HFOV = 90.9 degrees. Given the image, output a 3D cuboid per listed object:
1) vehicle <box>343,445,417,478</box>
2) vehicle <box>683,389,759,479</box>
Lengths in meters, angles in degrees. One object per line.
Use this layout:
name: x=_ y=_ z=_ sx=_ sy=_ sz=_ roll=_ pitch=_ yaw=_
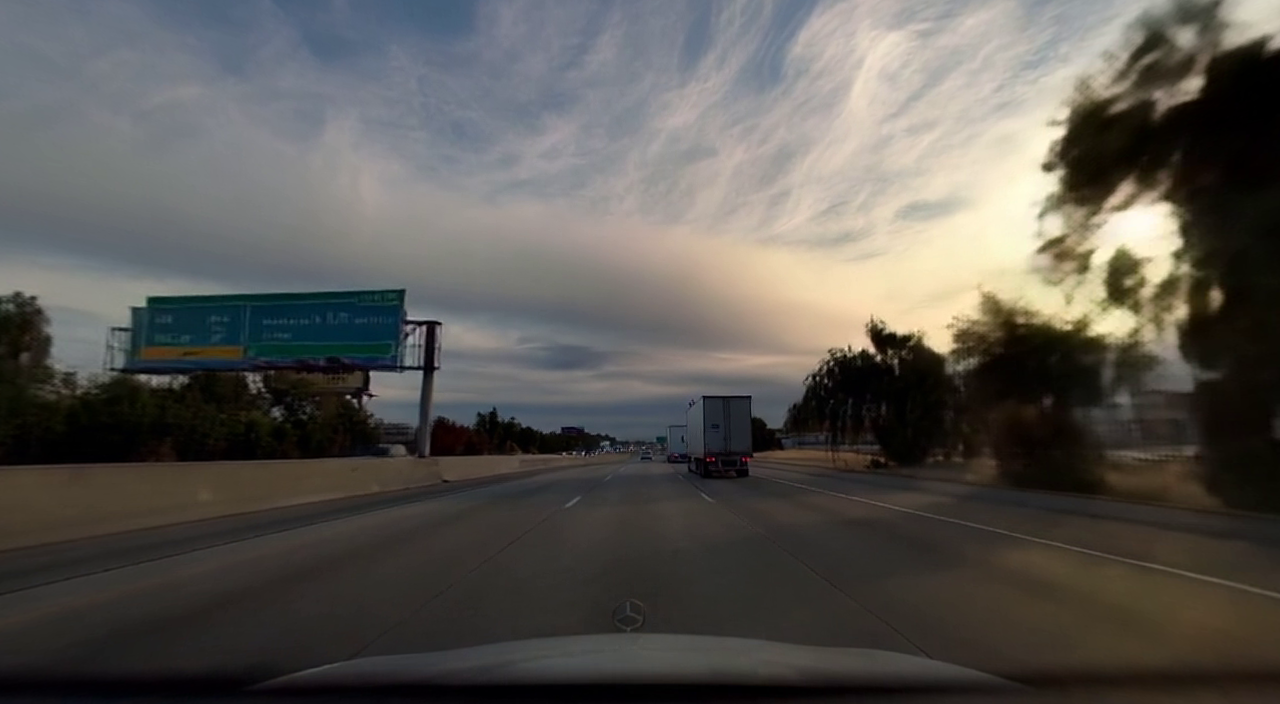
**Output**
vehicle: x=-14.894 y=6.297 z=36.475 sx=2.066 sy=1.734 sz=5.016 roll=0 pitch=-9 yaw=1
vehicle: x=4.378 y=4.991 z=37.414 sx=2.826 sy=4.269 sz=14.176 roll=0 pitch=-8 yaw=1
